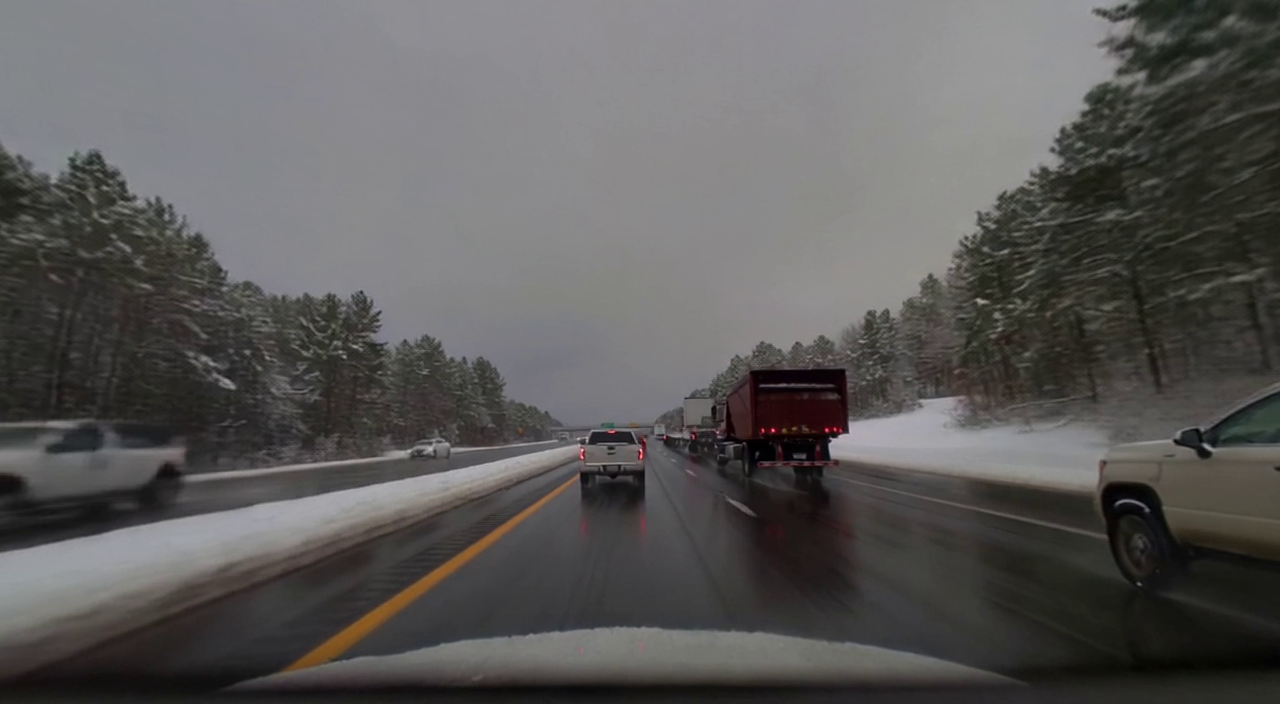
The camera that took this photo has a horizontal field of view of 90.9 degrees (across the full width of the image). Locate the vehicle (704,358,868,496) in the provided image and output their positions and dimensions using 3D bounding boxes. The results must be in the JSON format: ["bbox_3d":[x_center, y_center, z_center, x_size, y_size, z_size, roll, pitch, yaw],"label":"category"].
[{"bbox_3d":[3.624,2.184,18.132,2.723,3.027,8.478,0,-7,0],"label":"vehicle"}]

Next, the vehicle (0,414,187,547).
[{"bbox_3d":[-9.314,1.819,9.323,2.012,1.703,4.298,0,-8,0],"label":"vehicle"}]

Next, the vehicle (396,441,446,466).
[{"bbox_3d":[-13.528,6.250,39.121,1.787,1.453,3.660,0,-7,0],"label":"vehicle"}]

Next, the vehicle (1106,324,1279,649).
[{"bbox_3d":[4.789,0.707,3.060,2.011,1.905,3.905,0,-7,0],"label":"vehicle"}]

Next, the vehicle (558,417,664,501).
[{"bbox_3d":[-0.589,2.364,14.437,2.082,1.638,4.055,0,-7,-1],"label":"vehicle"}]
